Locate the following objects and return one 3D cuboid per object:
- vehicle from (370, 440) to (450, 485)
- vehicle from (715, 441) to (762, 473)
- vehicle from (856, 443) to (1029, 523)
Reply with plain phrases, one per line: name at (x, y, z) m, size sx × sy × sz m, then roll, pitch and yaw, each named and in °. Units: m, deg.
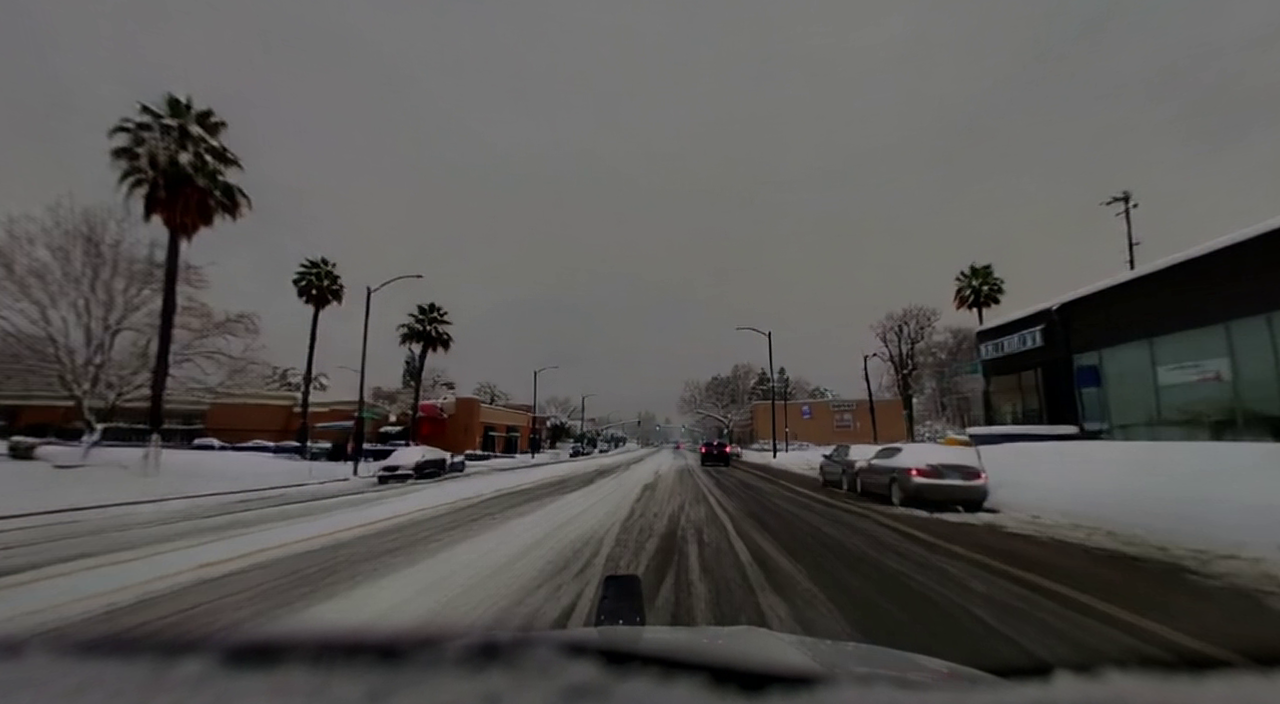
vehicle at (-11.441, 5.487, 31.915) m, size 1.949 × 2.026 × 5.141 m, roll 1°, pitch -8°, yaw 2°
vehicle at (4.932, 5.309, 32.210) m, size 2.067 × 1.477 × 4.653 m, roll -1°, pitch -8°, yaw 6°
vehicle at (6.587, 2.847, 14.392) m, size 1.834 × 1.504 × 4.331 m, roll 0°, pitch -8°, yaw 1°
